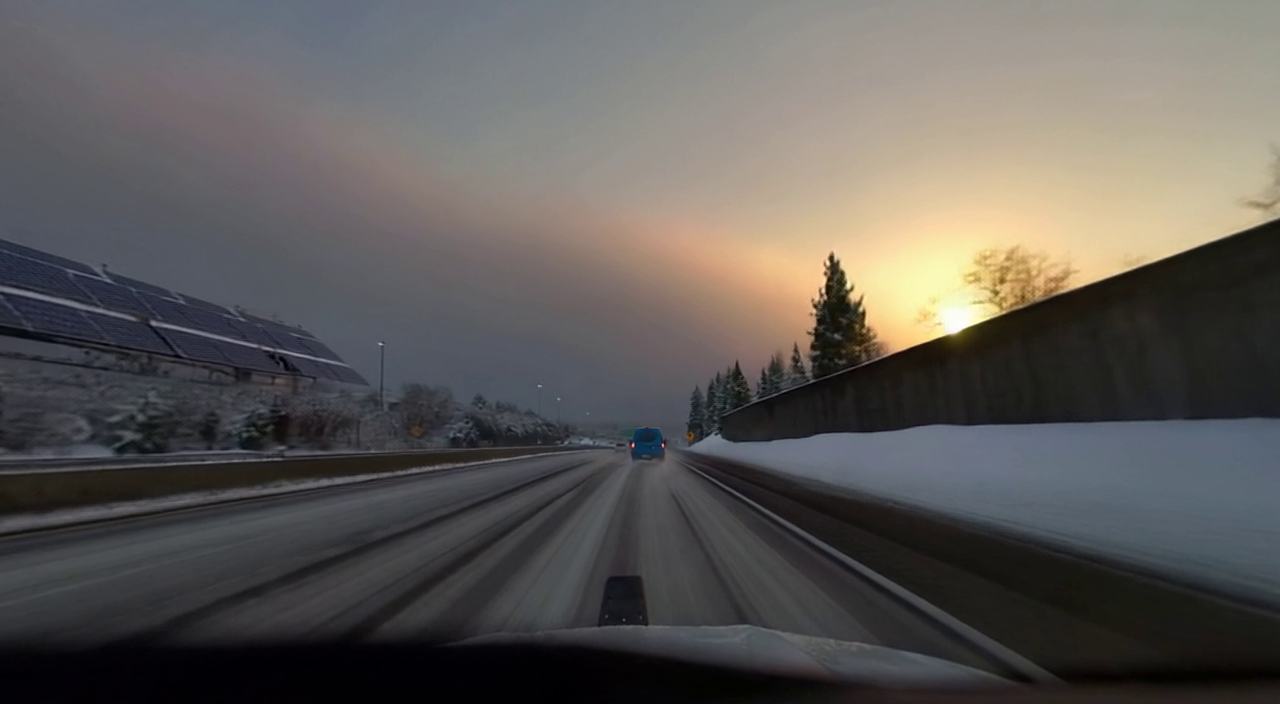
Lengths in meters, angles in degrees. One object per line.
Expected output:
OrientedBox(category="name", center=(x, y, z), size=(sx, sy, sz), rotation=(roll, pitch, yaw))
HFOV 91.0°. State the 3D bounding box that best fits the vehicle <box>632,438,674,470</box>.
OrientedBox(category="vehicle", center=(0.600, 5.118, 31.756), size=(1.997, 1.484, 3.409), rotation=(0, -8, 0))
